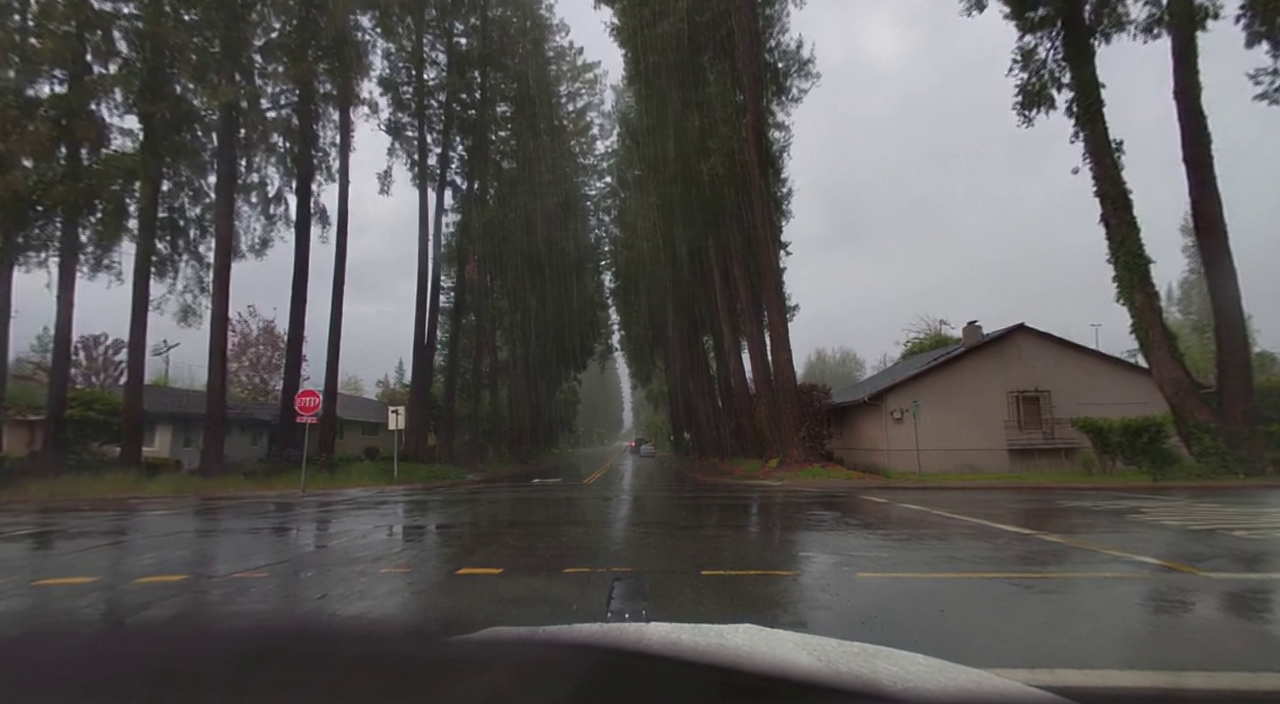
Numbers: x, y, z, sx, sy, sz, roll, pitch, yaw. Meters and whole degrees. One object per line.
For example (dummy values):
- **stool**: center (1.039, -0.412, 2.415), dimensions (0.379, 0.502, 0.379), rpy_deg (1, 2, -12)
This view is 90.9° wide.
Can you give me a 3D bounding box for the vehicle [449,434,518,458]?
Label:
- **vehicle**: center (-11.683, 7.062, 47.301), dimensions (4.622, 1.782, 1.836), rpy_deg (0, -8, 1)
